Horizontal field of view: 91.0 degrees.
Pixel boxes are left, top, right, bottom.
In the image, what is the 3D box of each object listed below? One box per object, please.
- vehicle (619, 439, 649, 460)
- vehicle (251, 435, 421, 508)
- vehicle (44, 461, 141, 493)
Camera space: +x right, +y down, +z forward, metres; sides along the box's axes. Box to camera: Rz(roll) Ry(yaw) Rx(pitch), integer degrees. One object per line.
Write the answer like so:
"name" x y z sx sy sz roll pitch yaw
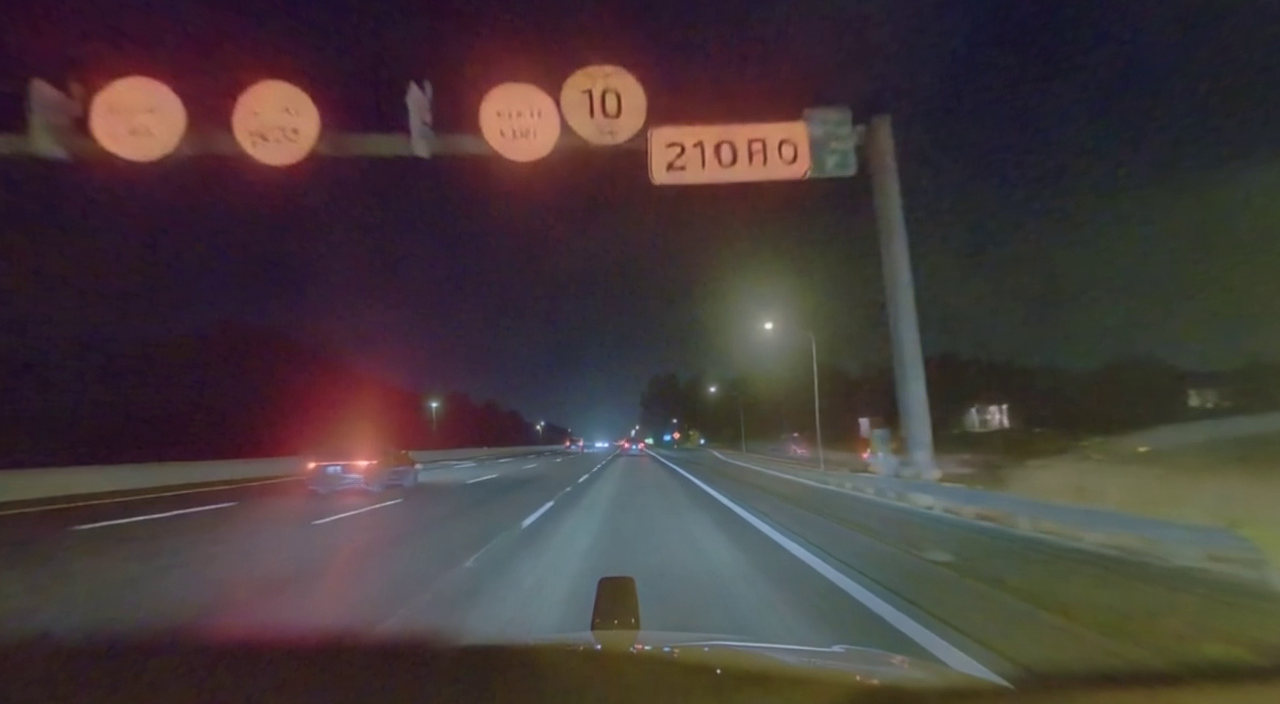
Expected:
"vehicle" -0.419 7.023 45.462 2.072 1.440 3.690 0 -8 -1
"vehicle" -7.272 2.868 15.741 1.939 1.504 4.727 0 -8 -1
"vehicle" -27.302 6.221 31.563 1.637 1.384 3.701 0 -8 -3
